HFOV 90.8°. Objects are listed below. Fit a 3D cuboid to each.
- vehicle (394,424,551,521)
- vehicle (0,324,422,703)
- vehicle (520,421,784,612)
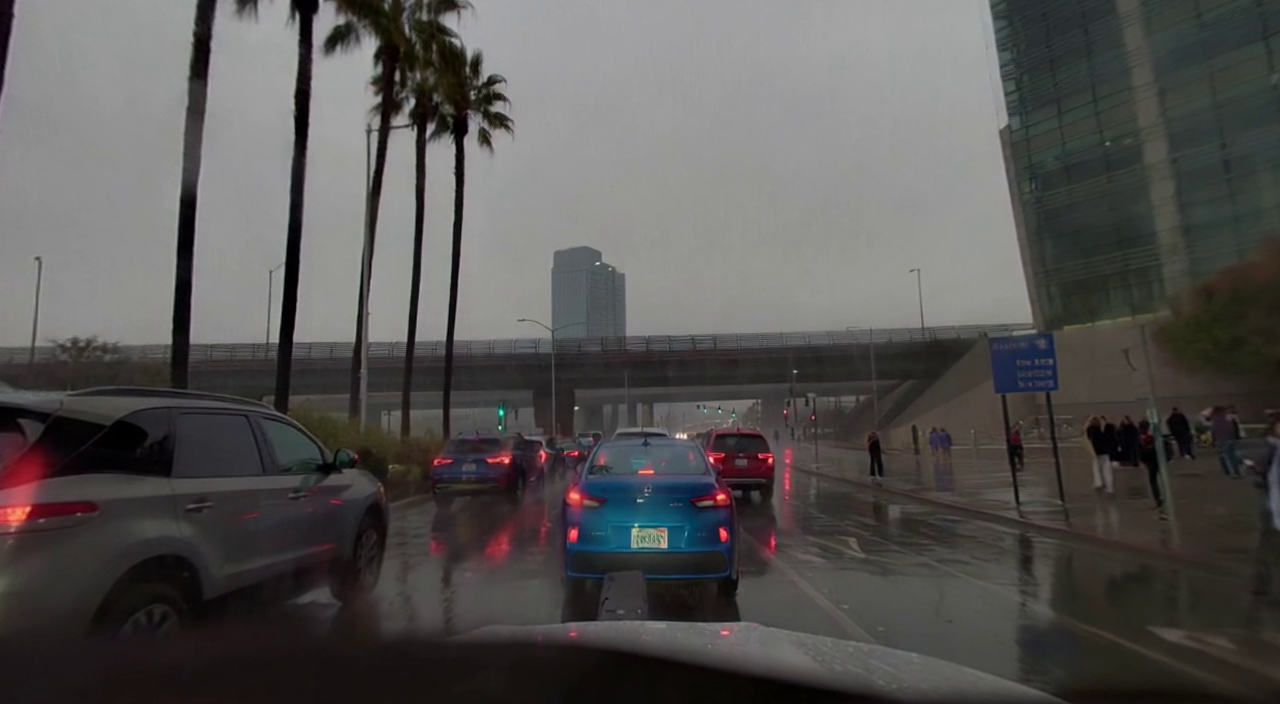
[{"bbox_3d":[-3.180,2.379,12.943,1.955,1.637,4.032,0,-8,2],"label":"vehicle"},{"bbox_3d":[-3.268,1.068,4.195,2.014,1.740,4.359,0,-8,1],"label":"vehicle"},{"bbox_3d":[0.077,1.586,7.034,2.036,1.461,4.129,0,-8,0],"label":"vehicle"}]
